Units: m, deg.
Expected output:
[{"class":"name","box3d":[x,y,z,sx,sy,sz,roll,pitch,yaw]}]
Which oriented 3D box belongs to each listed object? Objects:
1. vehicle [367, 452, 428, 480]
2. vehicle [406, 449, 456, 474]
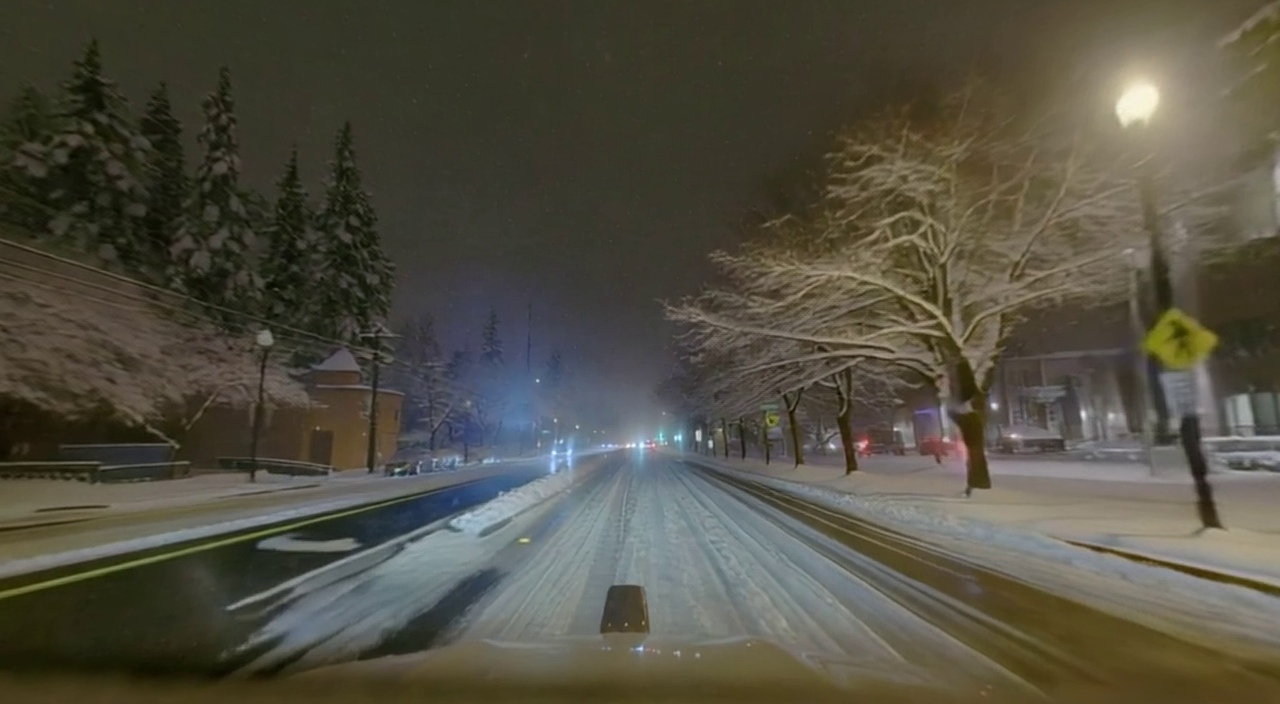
[{"class":"vehicle","box3d":[-13.949,6.568,36.541,1.835,1.434,4.325,0,-8,0]},{"class":"vehicle","box3d":[-13.864,7.283,42.087,1.816,1.567,3.957,-1,-8,3]}]
